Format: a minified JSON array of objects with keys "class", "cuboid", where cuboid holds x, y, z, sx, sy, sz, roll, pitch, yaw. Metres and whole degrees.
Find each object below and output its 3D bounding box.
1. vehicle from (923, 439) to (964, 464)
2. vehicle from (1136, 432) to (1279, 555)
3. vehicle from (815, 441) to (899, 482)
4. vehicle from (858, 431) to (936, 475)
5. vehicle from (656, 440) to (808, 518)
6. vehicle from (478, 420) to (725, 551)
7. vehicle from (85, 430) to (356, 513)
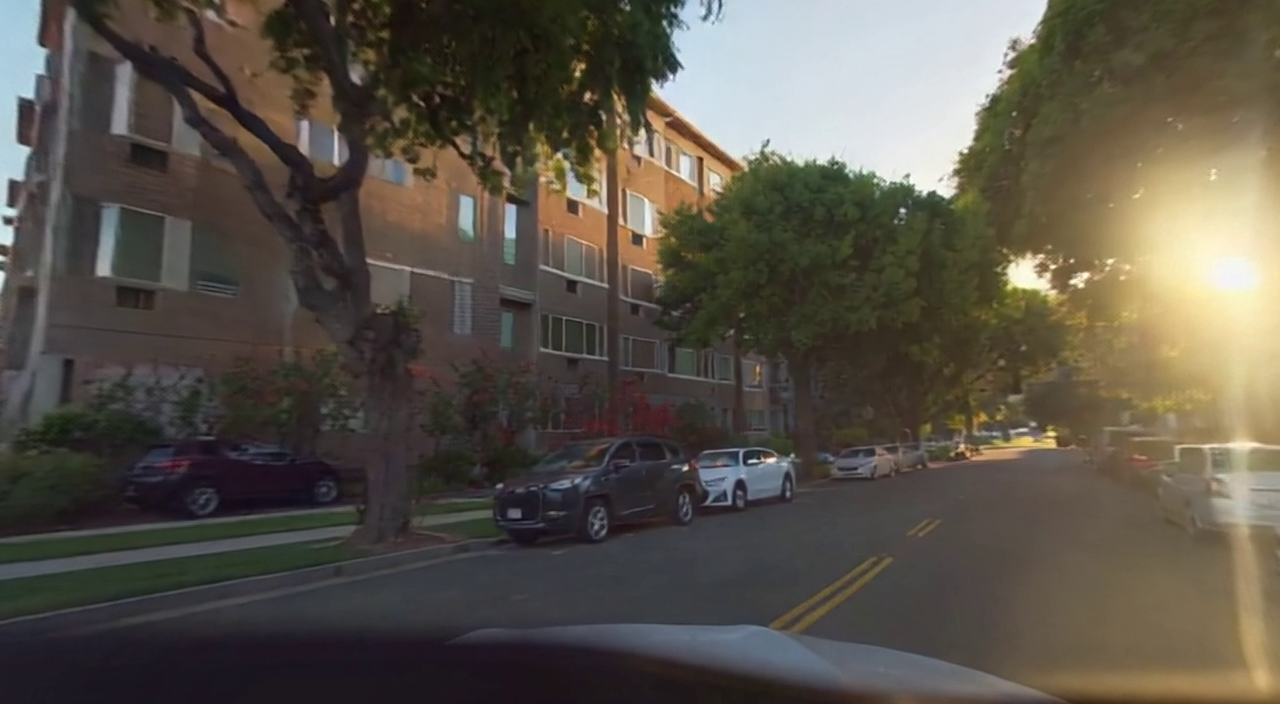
[{"class":"vehicle","cuboid":[20.229,6.581,41.999,1.939,1.513,4.401,-5,-10,31]},{"class":"vehicle","cuboid":[9.001,1.944,9.302,2.084,1.441,4.402,-5,-10,31]},{"class":"vehicle","cuboid":[8.649,4.270,24.947,1.921,1.463,4.313,-6,-10,35]},{"class":"vehicle","cuboid":[12.366,4.752,30.158,2.229,1.869,5.791,-7,-10,33]},{"class":"vehicle","cuboid":[2.384,2.906,15.174,1.902,1.478,4.696,-6,-9,30]},{"class":"vehicle","cuboid":[-0.396,2.166,11.008,1.946,1.744,4.584,-5,-10,32]},{"class":"vehicle","cuboid":[-8.734,2.495,13.799,1.812,1.458,4.714,-3,-9,19]}]
